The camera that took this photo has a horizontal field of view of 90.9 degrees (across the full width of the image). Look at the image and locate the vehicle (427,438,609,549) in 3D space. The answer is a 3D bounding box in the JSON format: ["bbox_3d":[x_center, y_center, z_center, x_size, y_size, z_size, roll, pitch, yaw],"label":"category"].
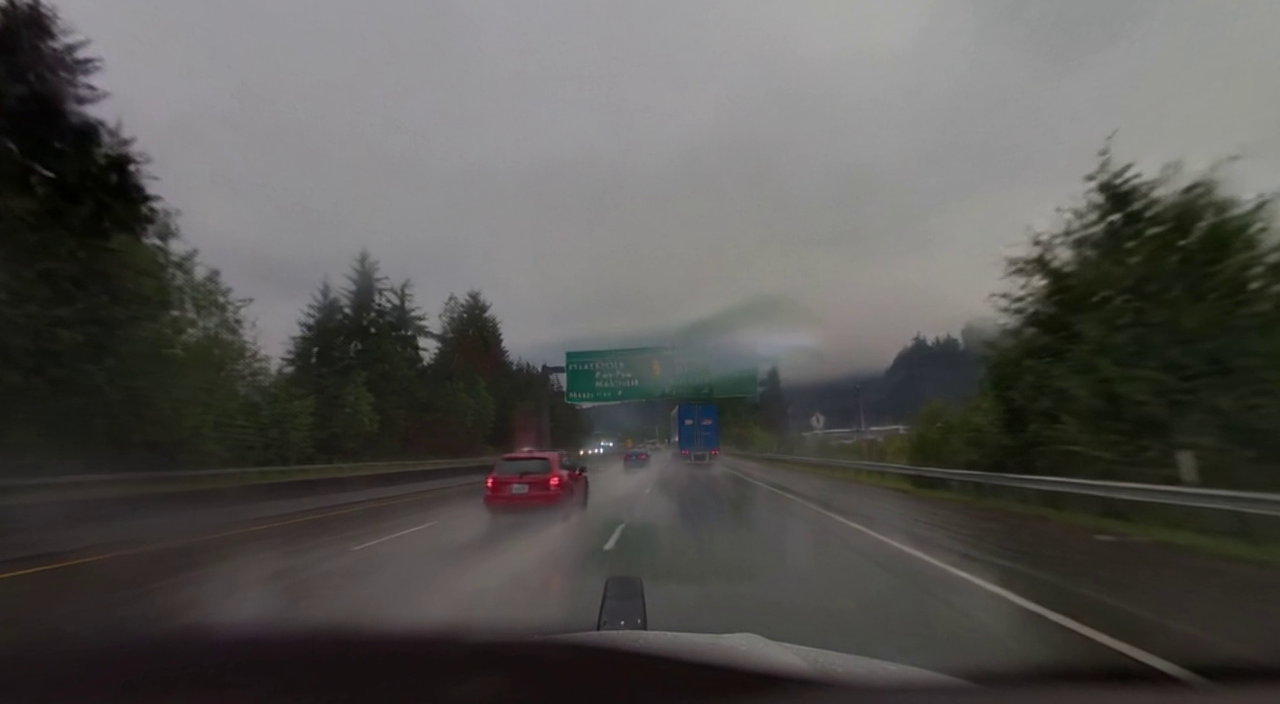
[{"bbox_3d":[-1.834,2.350,11.174,2.039,1.532,4.610,-1,-9,4],"label":"vehicle"}]

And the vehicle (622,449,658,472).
[{"bbox_3d":[0.049,7.255,42.139,2.045,1.430,3.951,-1,-9,4],"label":"vehicle"}]

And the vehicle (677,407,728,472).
[{"bbox_3d":[4.278,6.582,46.279,2.960,4.018,13.834,-1,-9,3],"label":"vehicle"}]
